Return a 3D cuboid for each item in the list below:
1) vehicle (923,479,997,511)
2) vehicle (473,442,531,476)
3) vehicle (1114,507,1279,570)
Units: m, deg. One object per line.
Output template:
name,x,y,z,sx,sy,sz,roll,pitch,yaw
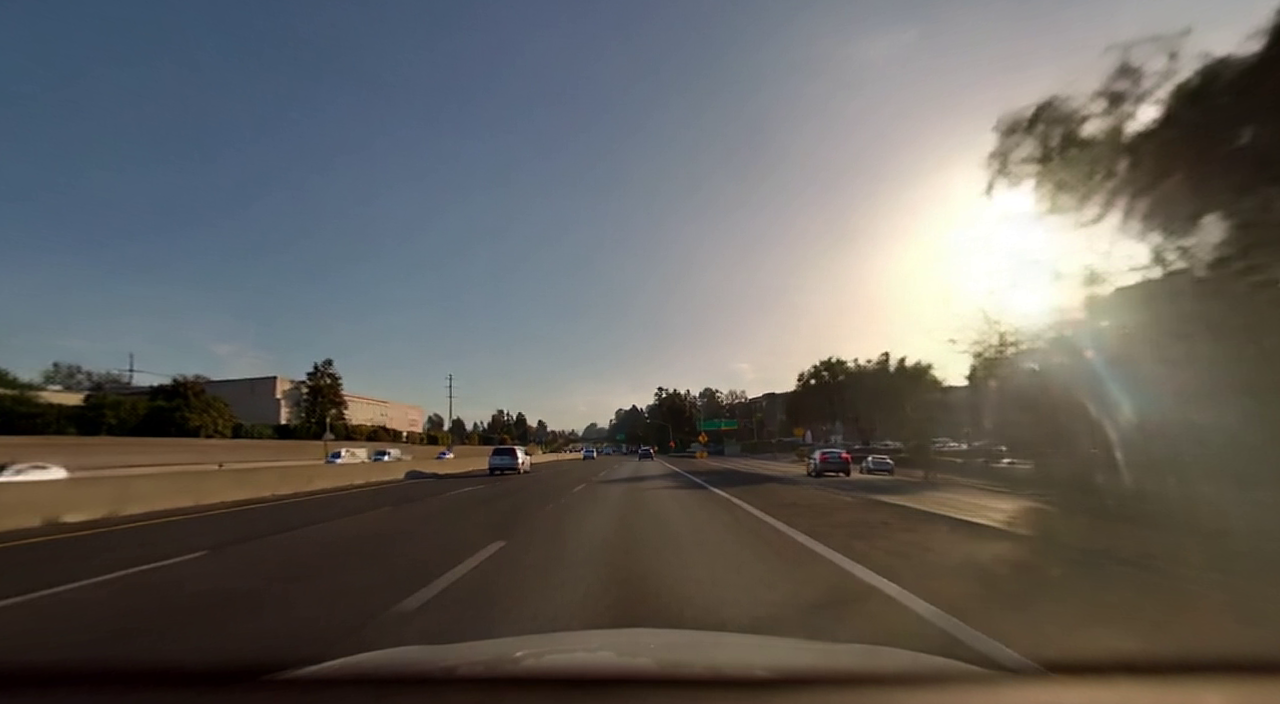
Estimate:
vehicle,19.981,8.910,39.604,1.875,1.610,4.265,1,-9,-9
vehicle,-7.300,5.692,33.745,2.088,1.678,4.426,-1,-9,0
vehicle,21.331,7.081,24.384,2.008,1.658,4.776,0,-9,-5
